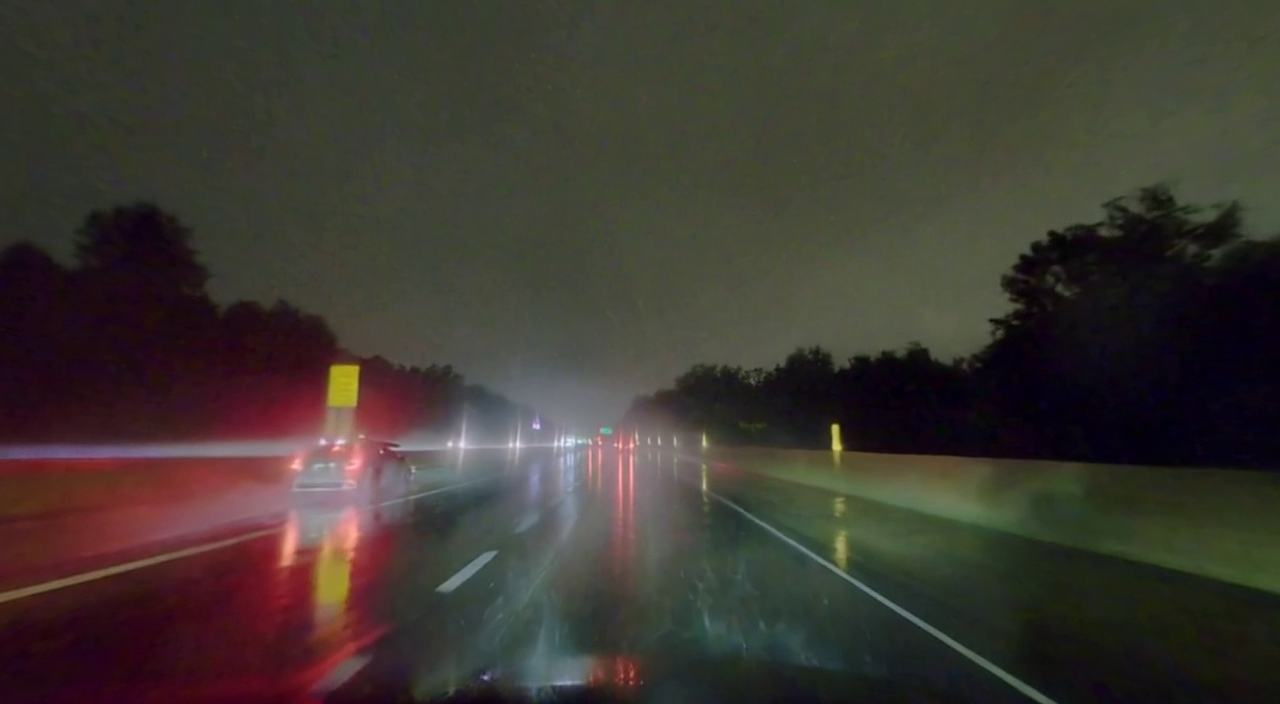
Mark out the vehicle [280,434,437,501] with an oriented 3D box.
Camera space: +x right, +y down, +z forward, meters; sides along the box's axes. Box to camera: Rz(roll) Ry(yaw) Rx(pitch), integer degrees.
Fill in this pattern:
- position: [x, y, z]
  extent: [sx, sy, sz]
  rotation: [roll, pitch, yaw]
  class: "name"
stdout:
- position: [-6.953, 2.880, 16.168]
  extent: [2.053, 1.452, 4.347]
  rotation: [0, -8, 0]
  class: "vehicle"
